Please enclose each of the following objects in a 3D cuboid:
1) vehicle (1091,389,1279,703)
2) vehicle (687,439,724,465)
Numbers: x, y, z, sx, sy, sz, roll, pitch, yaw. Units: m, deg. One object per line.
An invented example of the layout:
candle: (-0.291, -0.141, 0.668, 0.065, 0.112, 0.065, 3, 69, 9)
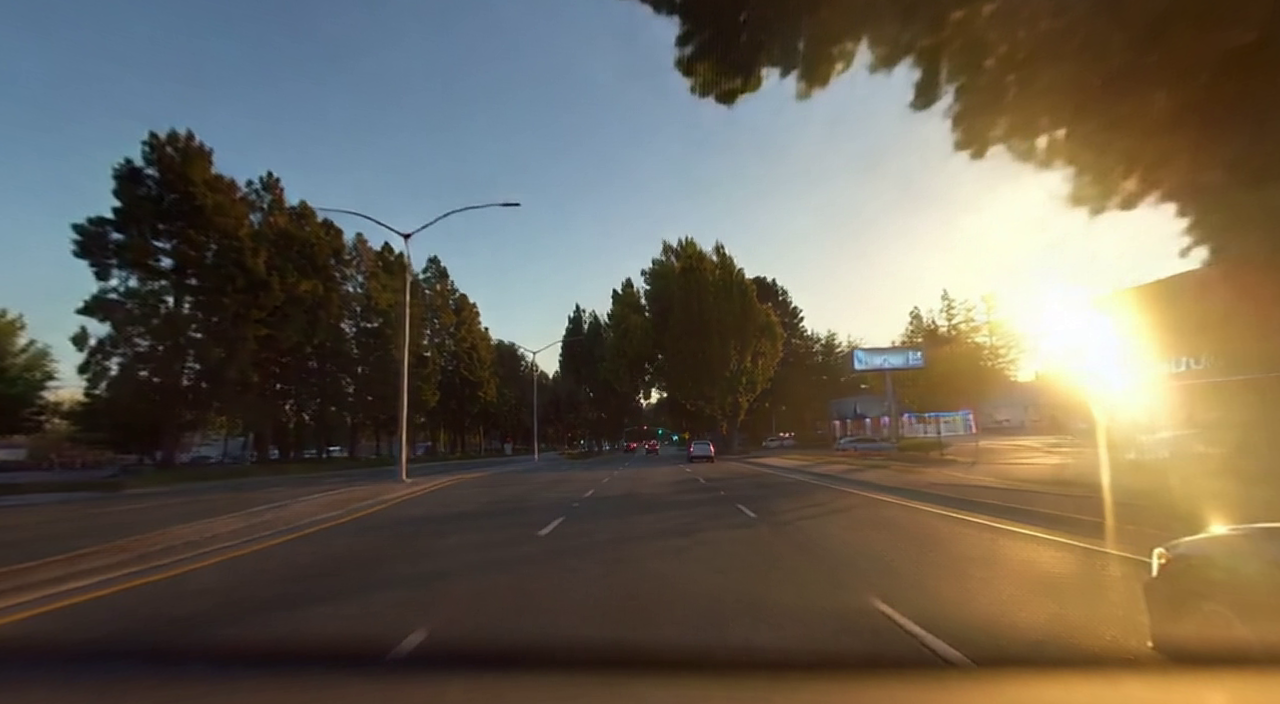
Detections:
vehicle: (3.529, 0.708, 1.108, 1.995, 1.528, 4.732, 0, -8, 1)
vehicle: (4.346, 6.729, 42.553, 2.007, 1.683, 4.171, 0, -8, -1)
